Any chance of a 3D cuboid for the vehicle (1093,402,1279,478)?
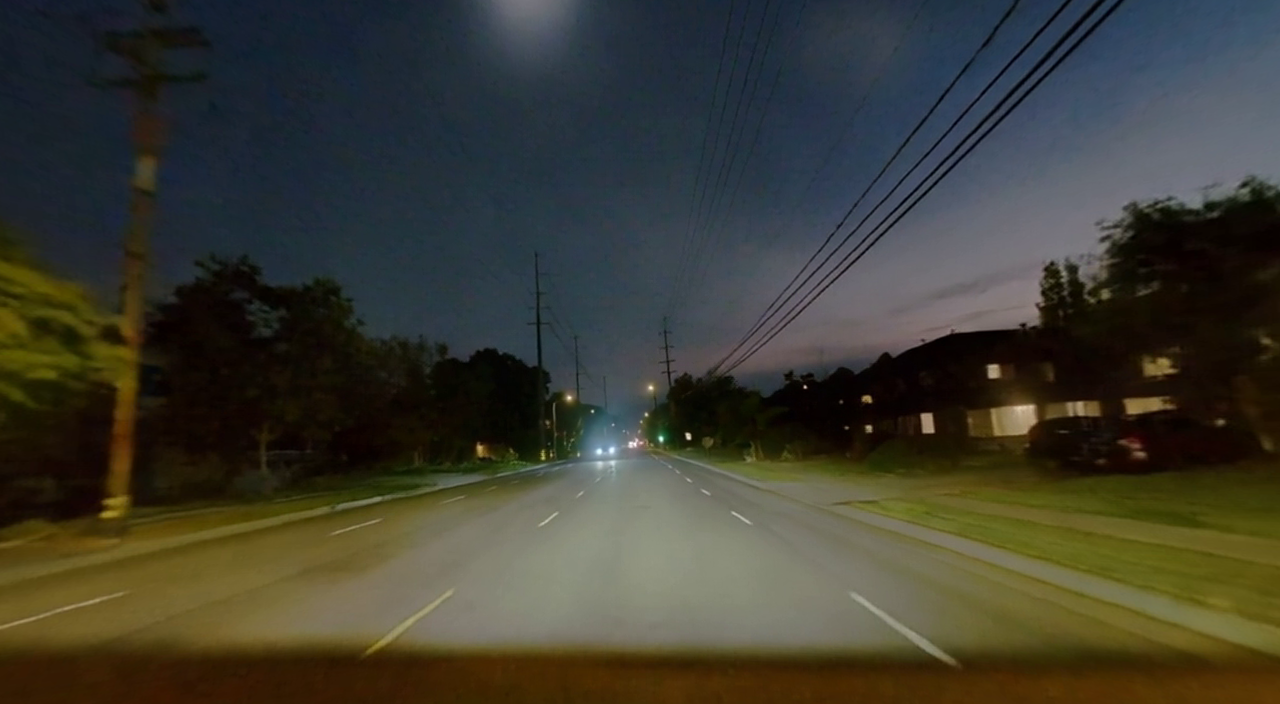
[{"bbox_3d":[14.129,2.131,15.404,4.512,1.701,2.017,0,-8,-1],"label":"vehicle"}]
